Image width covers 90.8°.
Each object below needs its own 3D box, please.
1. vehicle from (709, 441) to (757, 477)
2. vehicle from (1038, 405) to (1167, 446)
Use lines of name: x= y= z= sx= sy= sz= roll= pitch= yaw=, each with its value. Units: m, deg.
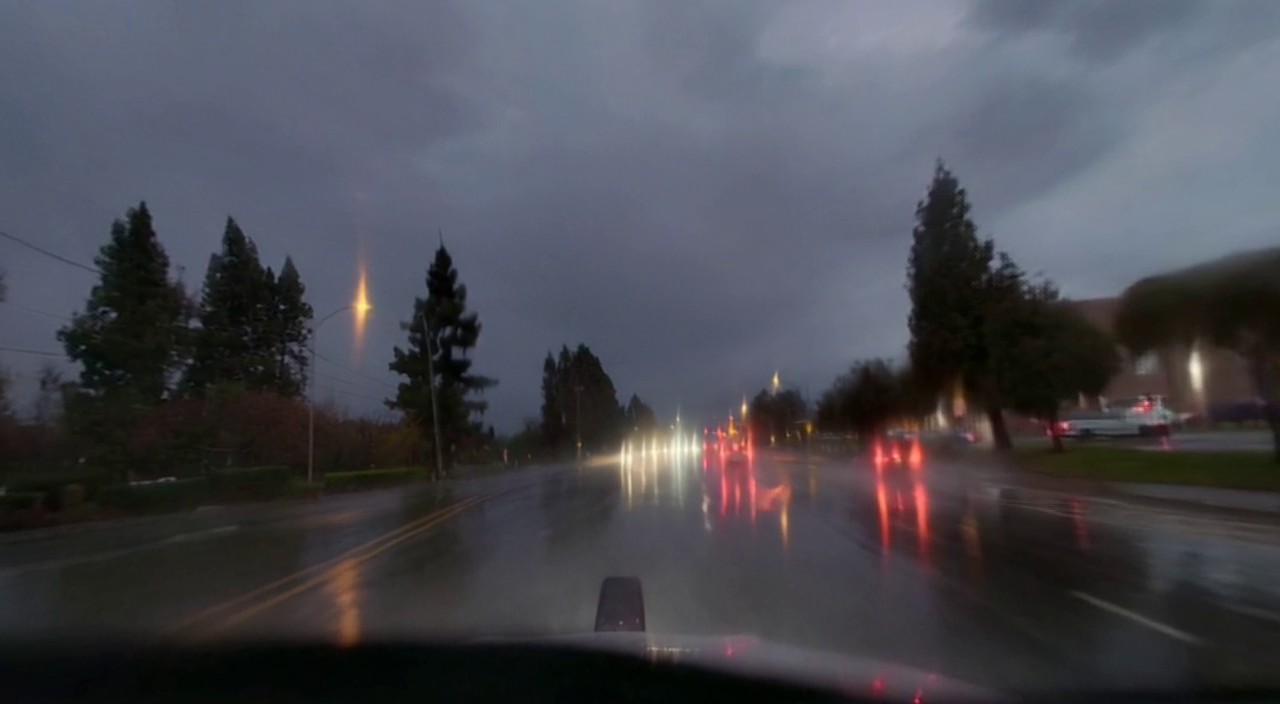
vehicle: x=4.646 y=5.425 z=32.133 sx=2.181 sy=1.639 sz=4.127 roll=-1 pitch=-9 yaw=6
vehicle: x=22.215 y=3.583 z=30.518 sx=4.359 sy=1.849 sz=2.152 roll=-1 pitch=-9 yaw=6
